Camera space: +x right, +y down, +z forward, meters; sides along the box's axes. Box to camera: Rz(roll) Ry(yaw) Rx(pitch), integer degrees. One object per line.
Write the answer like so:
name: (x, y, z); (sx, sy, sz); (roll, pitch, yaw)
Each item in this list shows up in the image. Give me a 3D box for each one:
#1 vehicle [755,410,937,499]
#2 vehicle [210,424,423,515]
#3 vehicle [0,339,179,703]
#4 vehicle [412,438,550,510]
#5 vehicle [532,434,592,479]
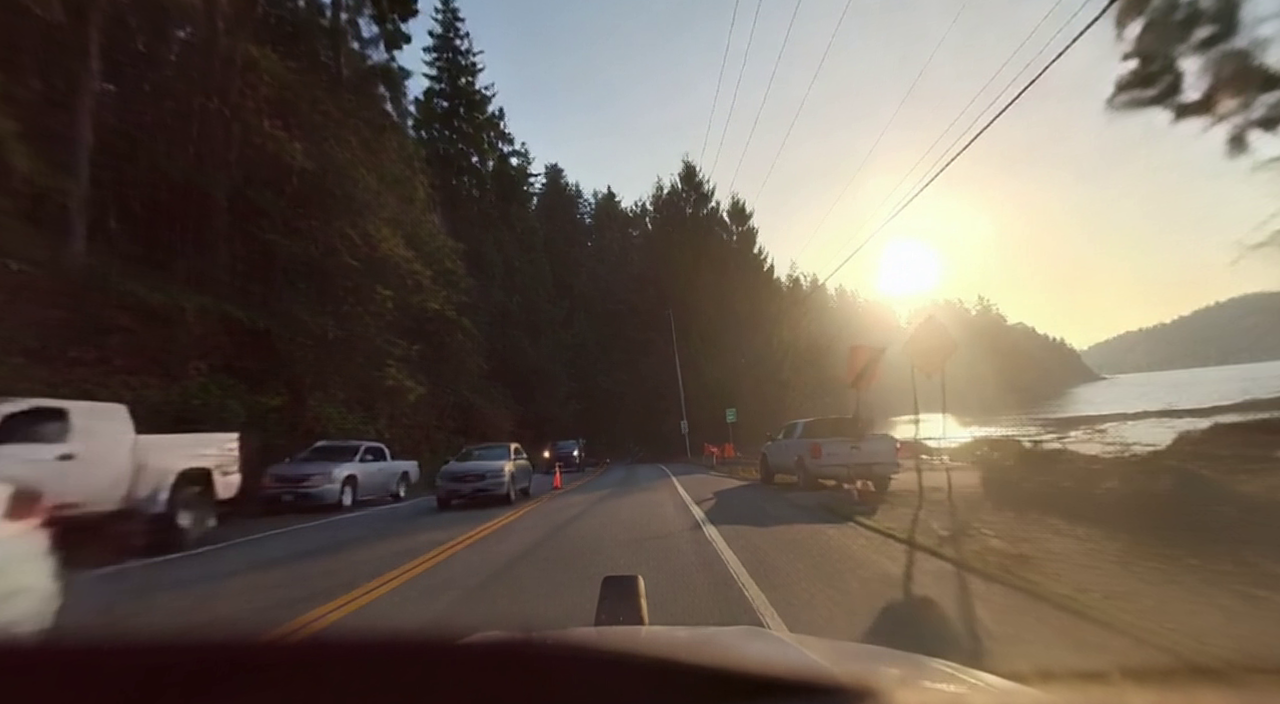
vehicle: (5.373, 2.826, 17.895); (2.845, 2.053, 6.457); (0, -8, -1)
vehicle: (-7.946, 2.936, 16.514); (2.353, 1.943, 5.853); (0, -8, 1)
vehicle: (-4.062, 0.664, 1.621); (2.177, 1.803, 4.690); (0, -8, 0)
vehicle: (-3.460, 2.732, 14.681); (1.981, 1.410, 4.162); (0, -8, 2)
vehicle: (-3.673, 5.037, 30.829); (2.221, 1.969, 5.153); (0, -8, 0)
